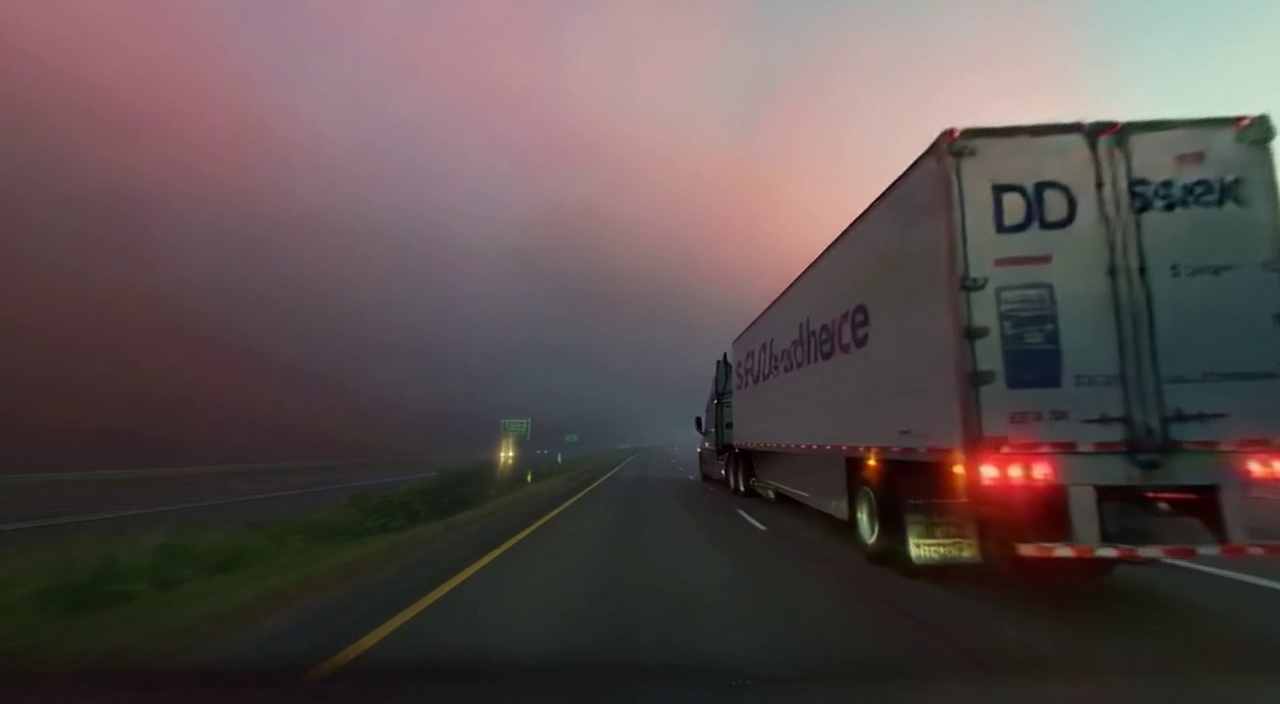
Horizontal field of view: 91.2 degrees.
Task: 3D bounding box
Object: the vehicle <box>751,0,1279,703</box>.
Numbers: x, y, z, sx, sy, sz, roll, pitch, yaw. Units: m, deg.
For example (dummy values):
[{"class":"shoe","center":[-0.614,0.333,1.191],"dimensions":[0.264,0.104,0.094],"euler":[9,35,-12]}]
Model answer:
[{"class":"vehicle","center":[3.768,0.438,7.742],"dimensions":[3.025,4.010,9.542],"euler":[0,-9,0]}]
